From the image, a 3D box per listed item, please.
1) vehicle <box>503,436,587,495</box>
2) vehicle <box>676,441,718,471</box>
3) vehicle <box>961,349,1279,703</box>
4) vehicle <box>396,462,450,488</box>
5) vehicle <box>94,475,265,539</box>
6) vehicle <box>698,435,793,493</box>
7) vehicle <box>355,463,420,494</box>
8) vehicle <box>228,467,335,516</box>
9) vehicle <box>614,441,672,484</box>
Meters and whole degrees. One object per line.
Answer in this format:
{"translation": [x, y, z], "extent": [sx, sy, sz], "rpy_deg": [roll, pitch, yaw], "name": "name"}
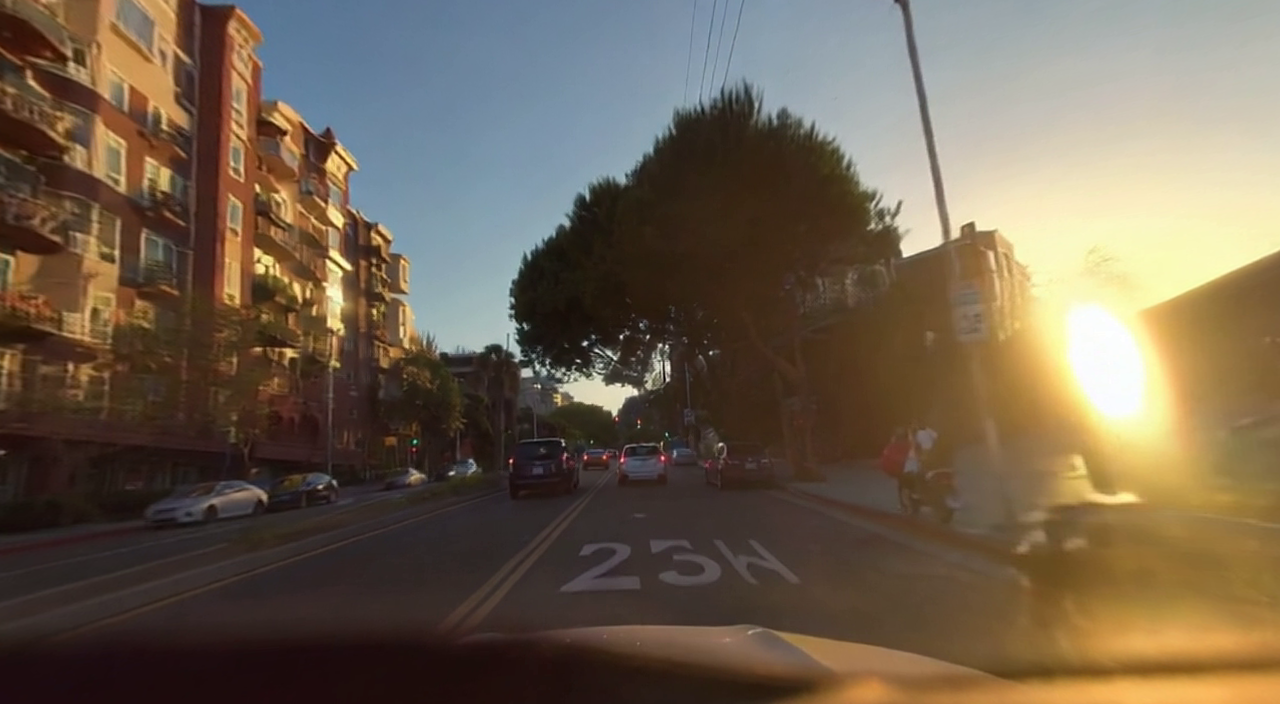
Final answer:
{"translation": [-2.982, 3.668, 20.817], "extent": [2.065, 1.705, 4.353], "rpy_deg": [0, -9, 0], "name": "vehicle"}
{"translation": [3.054, 5.646, 34.435], "extent": [1.933, 1.501, 4.349], "rpy_deg": [0, -9, 1], "name": "vehicle"}
{"translation": [3.206, 0.760, 1.842], "extent": [1.925, 1.635, 4.905], "rpy_deg": [0, -9, 0], "name": "vehicle"}
{"translation": [-13.707, 7.780, 40.206], "extent": [1.752, 1.479, 4.575], "rpy_deg": [0, -9, 0], "name": "vehicle"}
{"translation": [-13.762, 4.614, 19.298], "extent": [1.907, 1.480, 4.498], "rpy_deg": [0, -9, -1], "name": "vehicle"}
{"translation": [3.081, 3.385, 19.472], "extent": [2.077, 1.532, 4.694], "rpy_deg": [0, -9, 0], "name": "vehicle"}
{"translation": [-13.866, 6.958, 35.023], "extent": [1.844, 1.499, 4.421], "rpy_deg": [0, -9, -1], "name": "vehicle"}
{"translation": [-13.780, 5.349, 24.595], "extent": [1.839, 1.594, 4.055], "rpy_deg": [0, -9, -1], "name": "vehicle"}
{"translation": [0.113, 4.120, 23.811], "extent": [2.026, 1.496, 3.701], "rpy_deg": [0, -9, 0], "name": "vehicle"}
